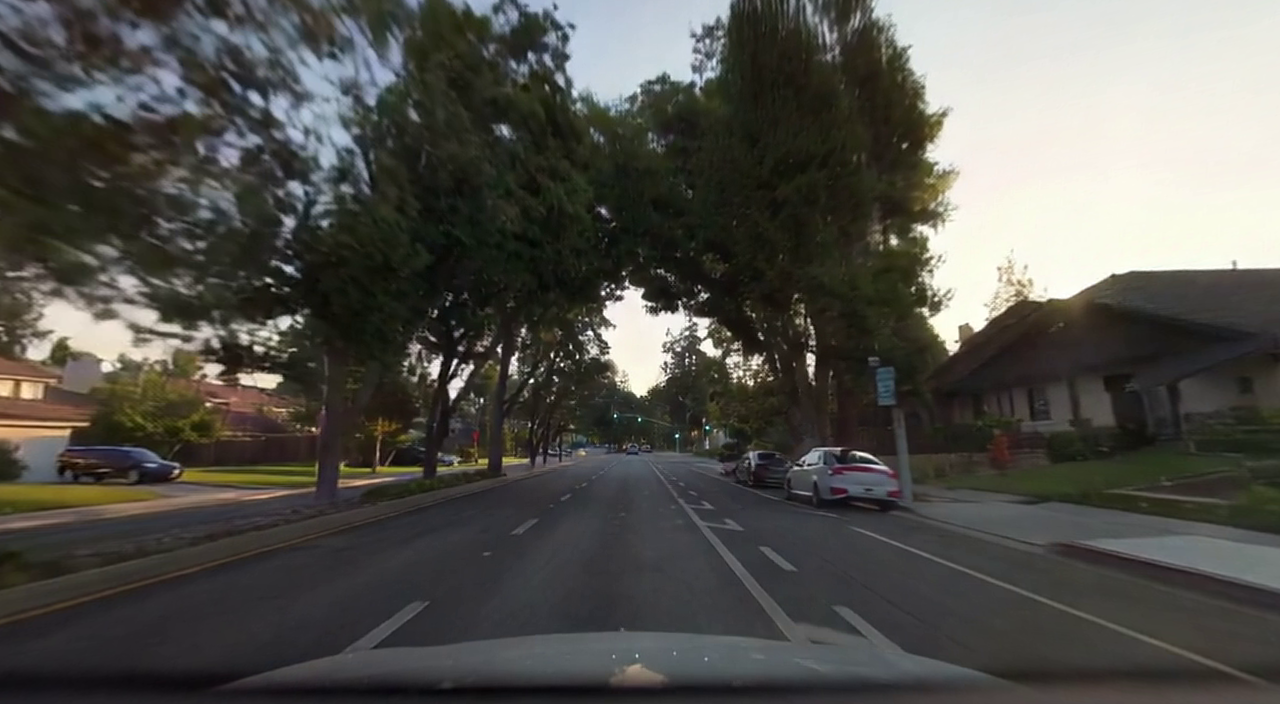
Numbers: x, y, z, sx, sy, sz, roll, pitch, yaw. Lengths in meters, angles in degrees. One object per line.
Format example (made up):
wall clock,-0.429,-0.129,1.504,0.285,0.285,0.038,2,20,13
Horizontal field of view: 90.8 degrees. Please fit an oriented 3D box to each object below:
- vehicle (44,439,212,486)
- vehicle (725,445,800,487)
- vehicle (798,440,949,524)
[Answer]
vehicle,-20.960,4.530,26.049,4.931,1.801,2.142,0,-8,-1
vehicle,4.706,4.431,24.992,2.065,1.463,4.814,0,-8,1
vehicle,4.791,2.677,13.530,1.875,1.540,3.402,0,-8,-1
